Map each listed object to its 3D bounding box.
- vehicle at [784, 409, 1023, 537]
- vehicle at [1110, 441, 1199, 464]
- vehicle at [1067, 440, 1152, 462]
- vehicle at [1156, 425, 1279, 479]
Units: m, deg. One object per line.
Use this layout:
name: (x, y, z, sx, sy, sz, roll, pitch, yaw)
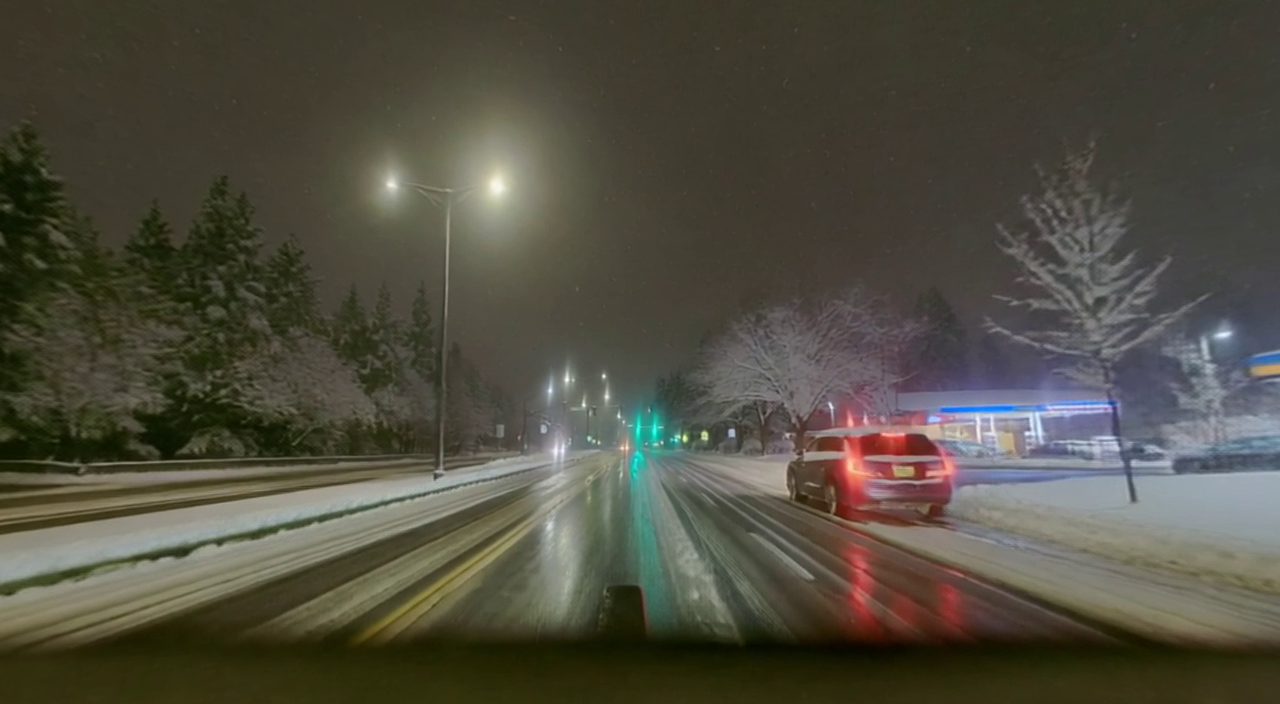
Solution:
vehicle: (4.487, 2.162, 11.931, 2.245, 1.864, 5.076, 0, -8, -1)
vehicle: (33.964, 6.653, 41.768, 4.182, 1.473, 1.840, 0, -8, 1)
vehicle: (32.988, 6.946, 44.434, 4.355, 1.479, 1.940, 0, -8, 2)
vehicle: (23.301, 3.676, 23.360, 6.404, 1.894, 2.275, 0, -8, 0)
